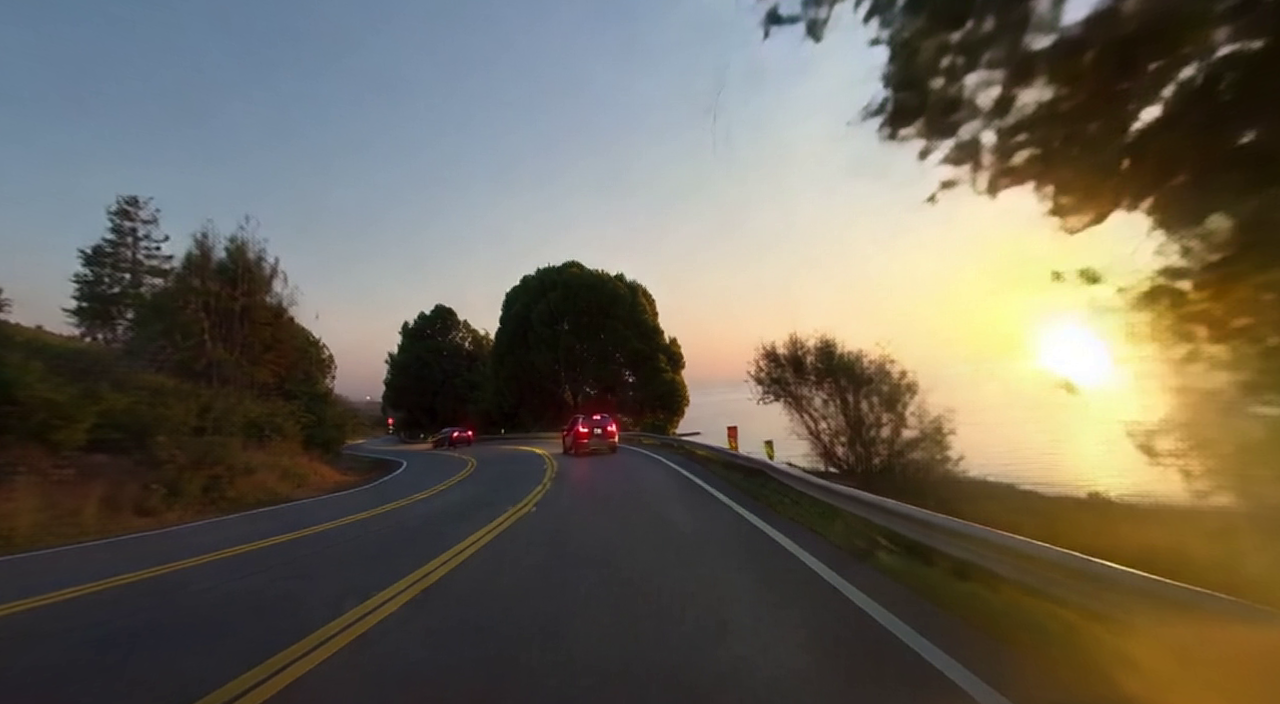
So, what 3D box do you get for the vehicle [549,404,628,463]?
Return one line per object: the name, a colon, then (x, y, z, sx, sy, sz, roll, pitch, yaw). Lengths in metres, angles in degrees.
vehicle: (-2.320, 3.413, 26.206, 2.500, 1.961, 5.637, -4, -7, -12)
